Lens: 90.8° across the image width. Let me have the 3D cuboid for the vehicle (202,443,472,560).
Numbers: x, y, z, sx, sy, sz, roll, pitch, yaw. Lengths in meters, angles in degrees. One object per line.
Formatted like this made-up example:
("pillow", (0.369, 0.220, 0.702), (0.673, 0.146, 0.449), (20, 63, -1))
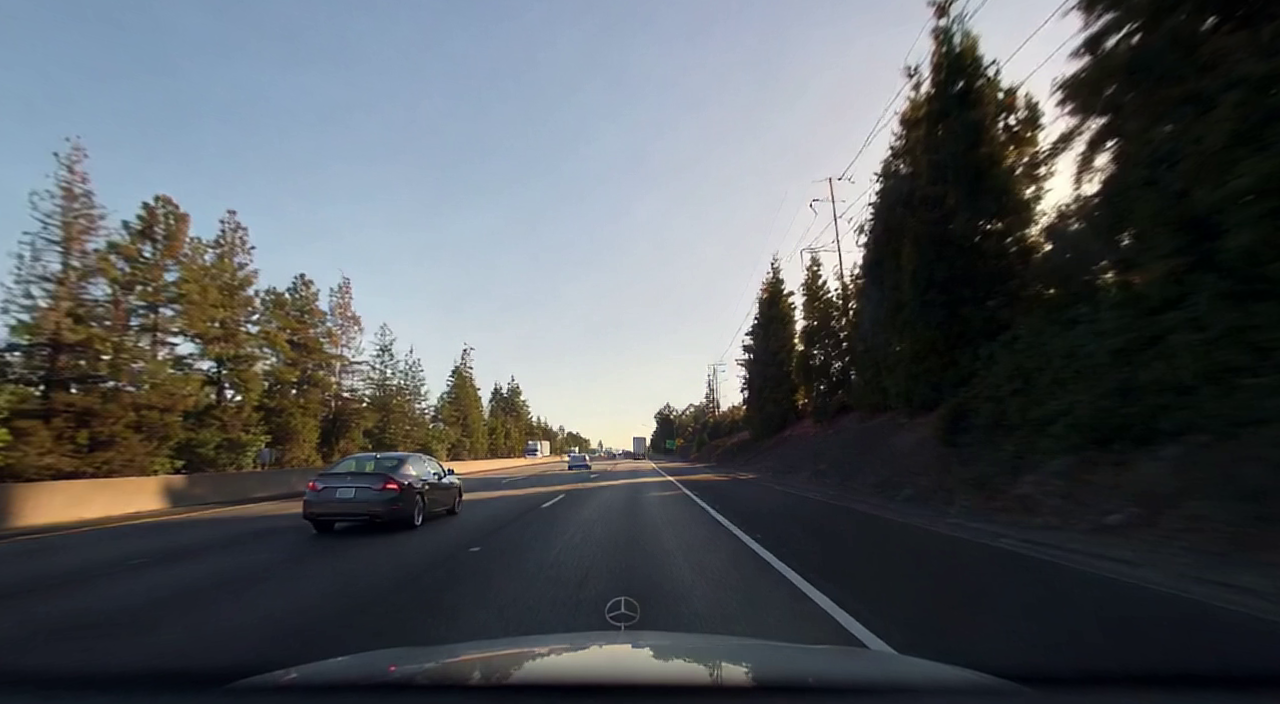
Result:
("vehicle", (-4.386, 2.219, 10.139), (2.106, 1.445, 4.404), (0, -9, 1))

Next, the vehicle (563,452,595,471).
("vehicle", (-4.503, 8.128, 47.040), (2.032, 1.381, 3.909), (0, -9, 0))
